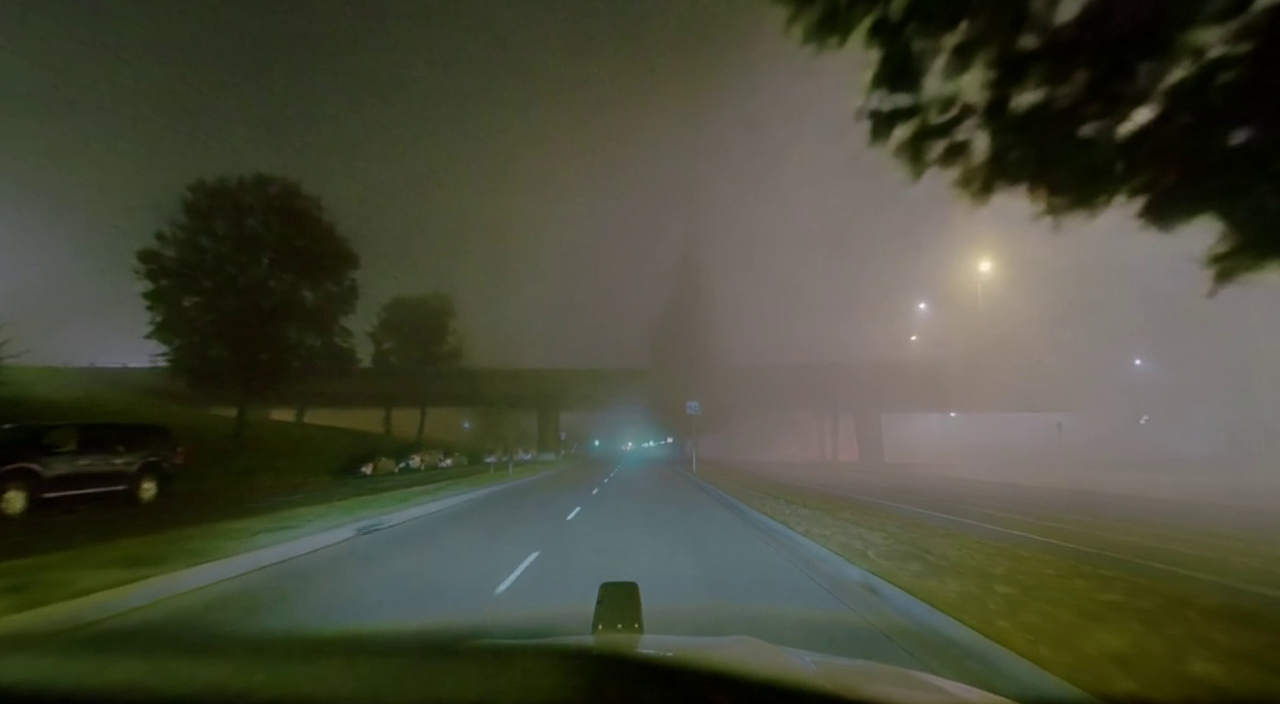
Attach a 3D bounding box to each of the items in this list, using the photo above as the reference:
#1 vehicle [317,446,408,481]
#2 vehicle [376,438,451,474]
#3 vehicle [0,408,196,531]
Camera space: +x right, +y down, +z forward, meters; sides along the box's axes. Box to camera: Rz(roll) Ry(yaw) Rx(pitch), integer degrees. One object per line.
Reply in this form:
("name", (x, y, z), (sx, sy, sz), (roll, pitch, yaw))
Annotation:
("vehicle", (-13.334, 5.360, 30.729), (2.156, 1.489, 4.758), (2, -8, 1))
("vehicle", (-12.969, 6.014, 36.699), (2.064, 1.809, 5.545), (3, -8, 2))
("vehicle", (-13.452, 2.532, 14.205), (2.307, 2.349, 6.335), (1, -8, -1))
